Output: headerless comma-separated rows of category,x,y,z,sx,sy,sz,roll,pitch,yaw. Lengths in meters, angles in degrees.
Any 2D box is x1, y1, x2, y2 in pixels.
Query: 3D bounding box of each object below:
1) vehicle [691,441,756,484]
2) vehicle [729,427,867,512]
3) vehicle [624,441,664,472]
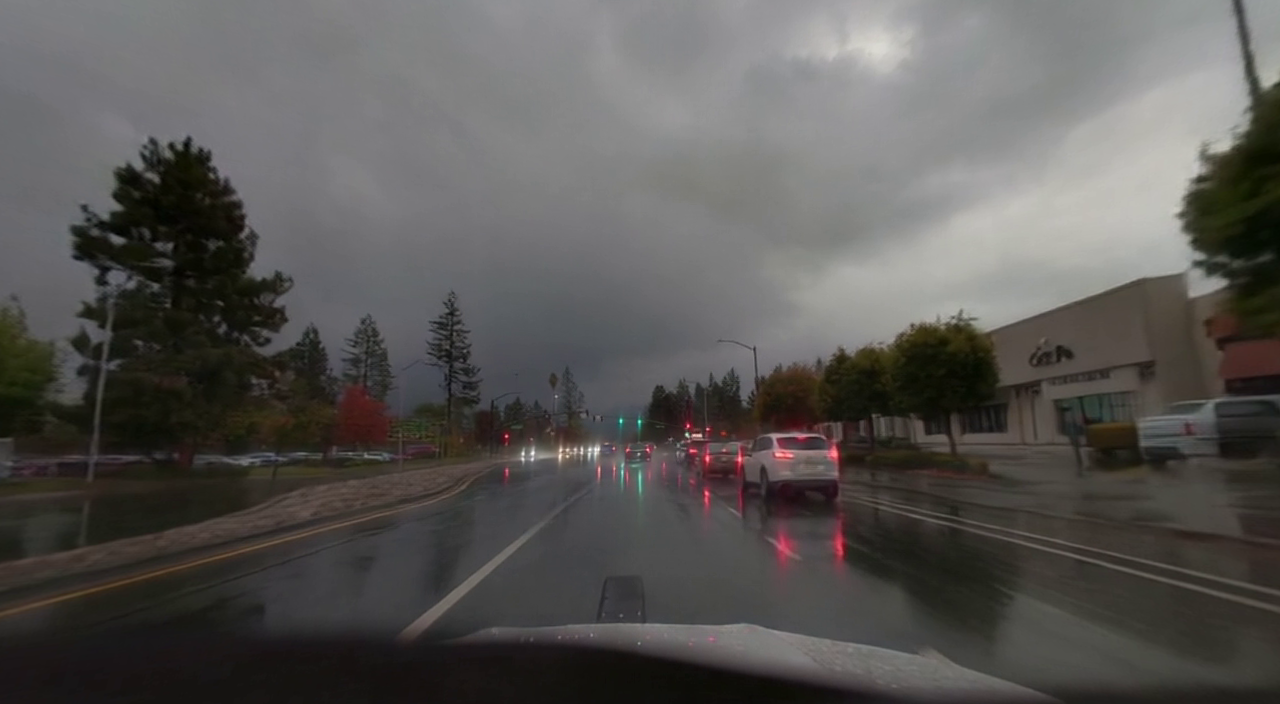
vehicle,3.116,4.241,24.548,1.864,1.484,4.662,0,-9,0
vehicle,3.466,2.665,14.761,2.085,1.668,4.077,0,-9,-1
vehicle,0.161,5.667,34.356,2.023,1.532,3.891,0,-9,-1
